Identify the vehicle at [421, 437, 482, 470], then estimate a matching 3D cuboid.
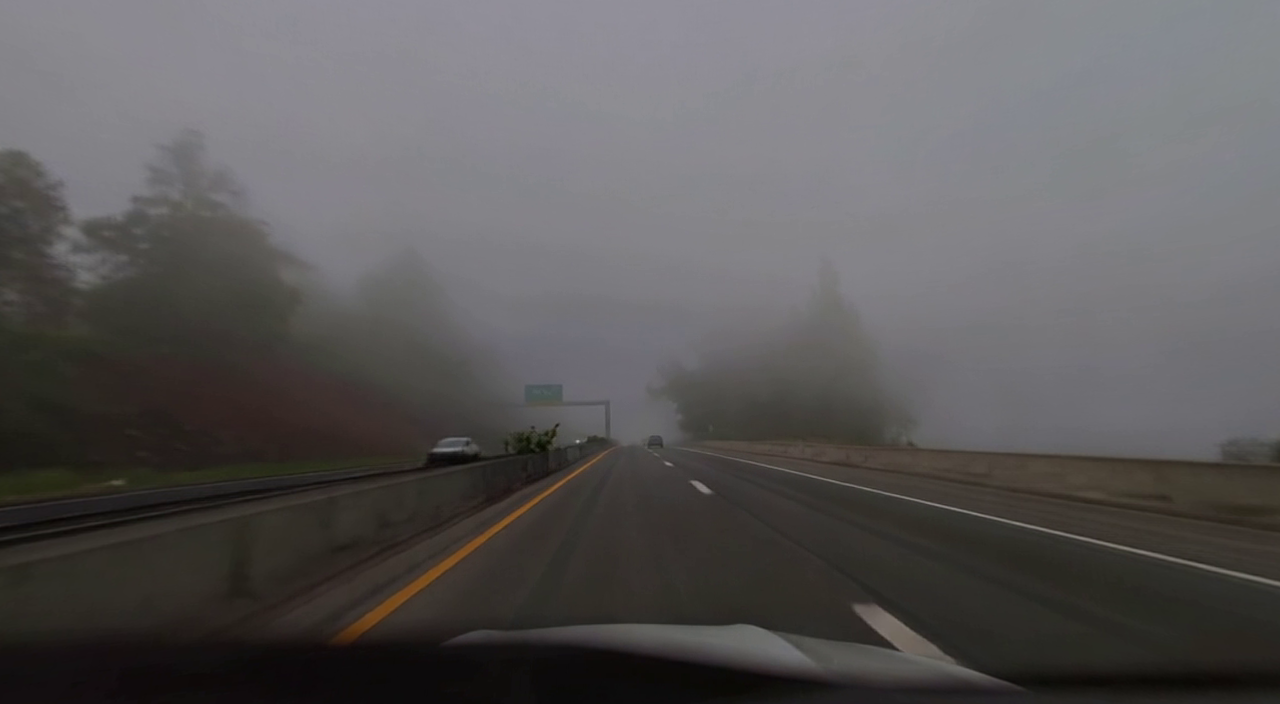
[{"bbox_3d":[-9.321,5.008,31.423,1.866,1.485,3.928,0,-8,-1],"label":"vehicle"}]
